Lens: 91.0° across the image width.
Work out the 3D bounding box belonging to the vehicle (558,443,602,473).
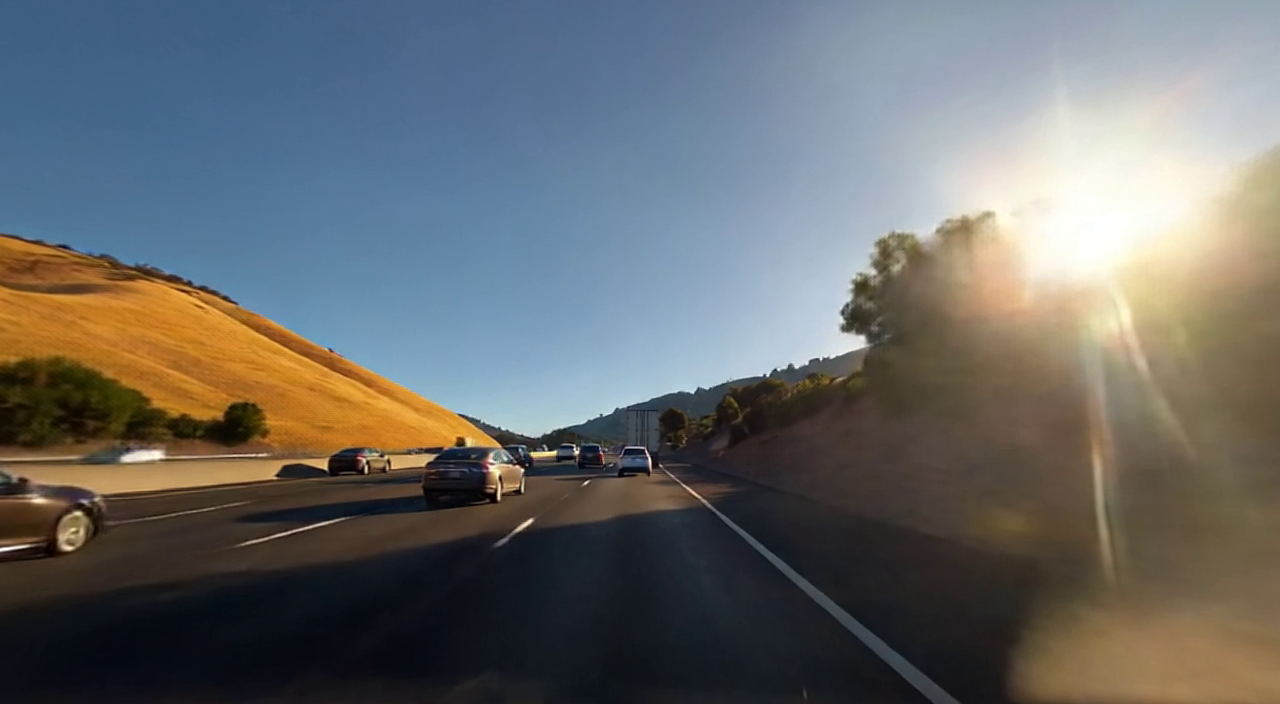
[{"bbox_3d":[-3.564,6.389,38.297,2.155,1.661,4.477,0,-9,1],"label":"vehicle"}]

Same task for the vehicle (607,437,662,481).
[{"bbox_3d":[-0.219,4.725,28.067,2.281,1.795,4.297,1,-9,0],"label":"vehicle"}]

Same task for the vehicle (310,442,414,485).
[{"bbox_3d":[-10.795,4.352,24.849,1.950,1.507,4.527,0,-9,1],"label":"vehicle"}]

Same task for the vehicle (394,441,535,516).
[{"bbox_3d":[-3.901,2.880,14.929,1.943,1.468,4.547,0,-9,1],"label":"vehicle"}]
